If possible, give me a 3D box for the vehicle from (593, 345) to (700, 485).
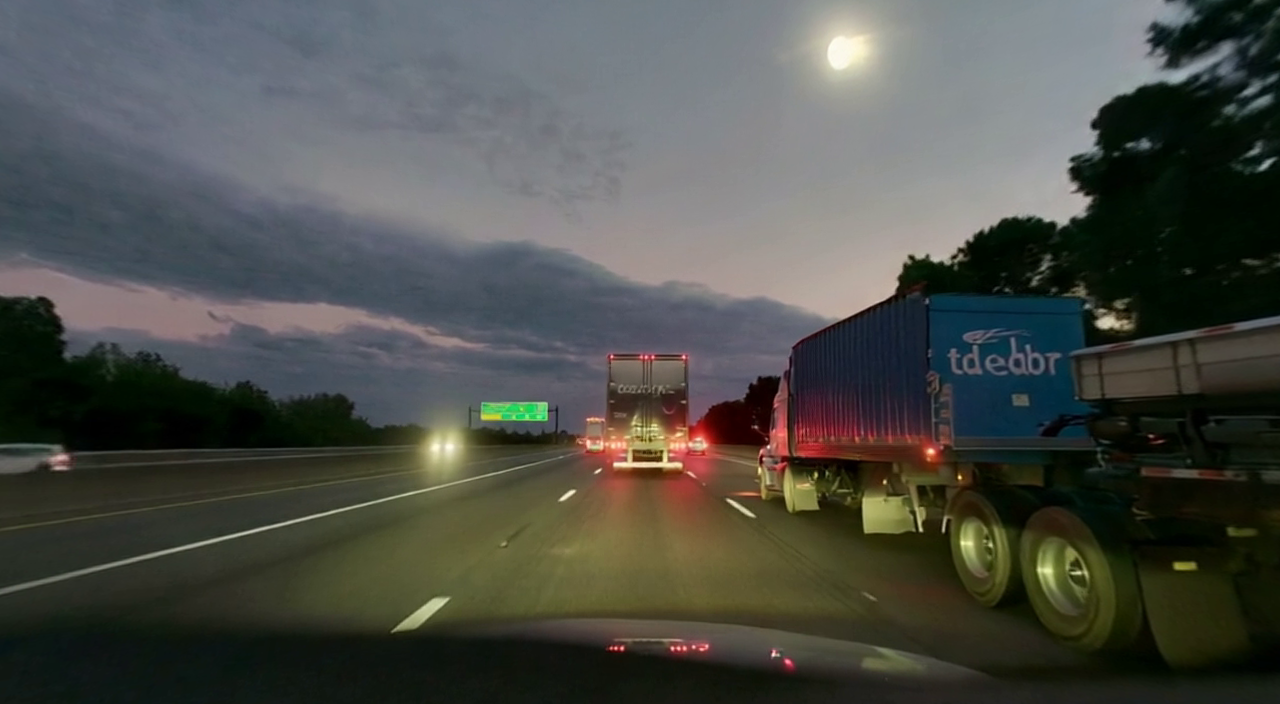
[{"bbox_3d":[0.077,2.372,22.369,2.920,3.860,10.035,0,-8,-1],"label":"vehicle"}]
